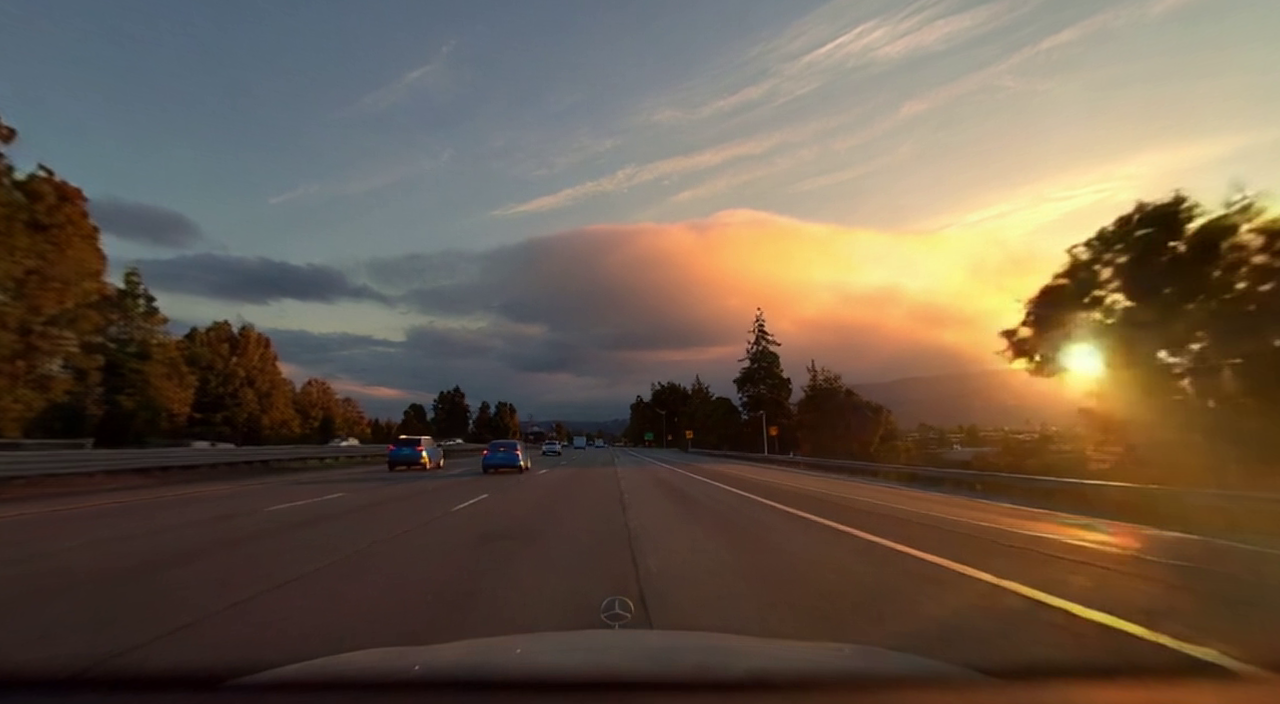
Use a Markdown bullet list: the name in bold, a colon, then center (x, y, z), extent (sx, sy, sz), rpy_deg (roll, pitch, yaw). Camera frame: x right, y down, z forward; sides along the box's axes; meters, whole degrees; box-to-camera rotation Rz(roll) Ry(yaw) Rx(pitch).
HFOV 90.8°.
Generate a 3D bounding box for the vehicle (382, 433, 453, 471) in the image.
- **vehicle**: center (-10.793, 4.885, 31.019), extent (2.016, 1.711, 4.365), rpy_deg (0, -9, -2)

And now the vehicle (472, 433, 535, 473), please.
- **vehicle**: center (-6.436, 4.839, 30.312), extent (2.146, 1.766, 4.502), rpy_deg (0, -9, -2)
